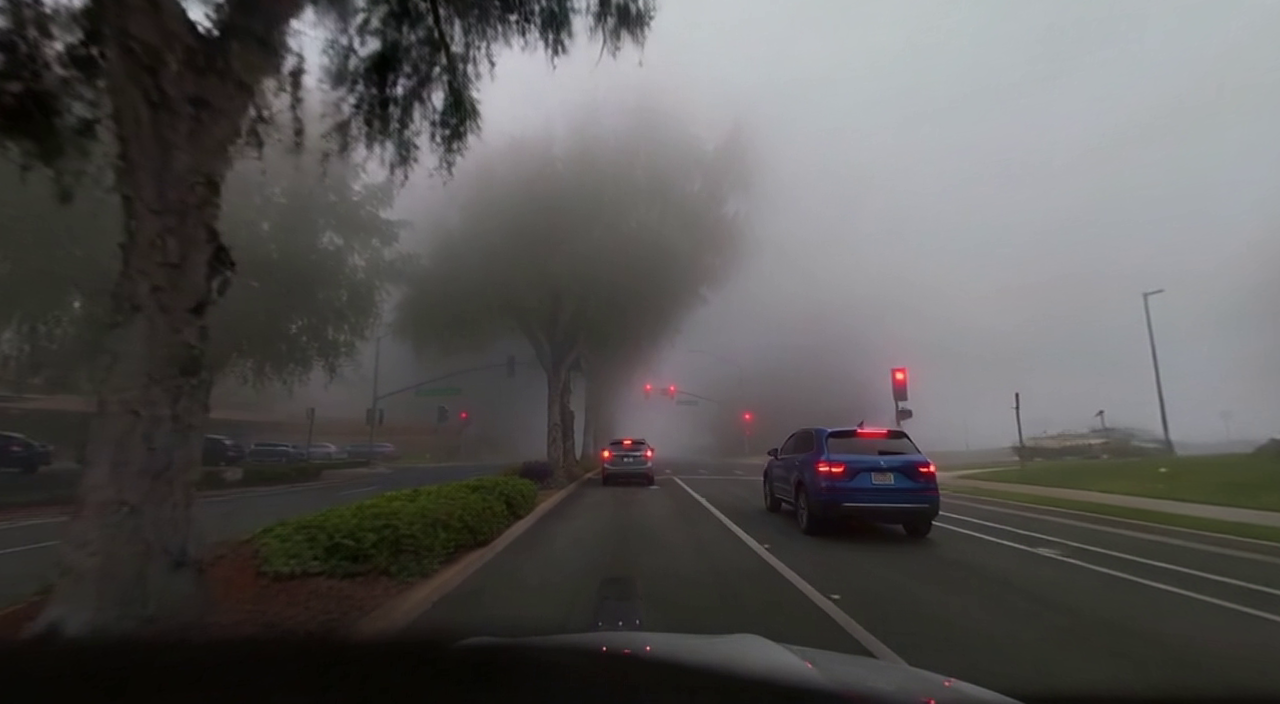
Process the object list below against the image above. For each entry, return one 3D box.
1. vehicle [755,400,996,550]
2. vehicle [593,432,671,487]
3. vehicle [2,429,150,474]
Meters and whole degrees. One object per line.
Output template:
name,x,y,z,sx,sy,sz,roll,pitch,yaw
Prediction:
vehicle,3.208,1.790,9.779,2.046,1.768,4.370,0,-8,0
vehicle,-0.232,3.360,20.096,2.177,1.512,4.682,0,-8,0
vehicle,-29.011,5.108,32.807,5.335,2.076,2.209,3,-10,-33
